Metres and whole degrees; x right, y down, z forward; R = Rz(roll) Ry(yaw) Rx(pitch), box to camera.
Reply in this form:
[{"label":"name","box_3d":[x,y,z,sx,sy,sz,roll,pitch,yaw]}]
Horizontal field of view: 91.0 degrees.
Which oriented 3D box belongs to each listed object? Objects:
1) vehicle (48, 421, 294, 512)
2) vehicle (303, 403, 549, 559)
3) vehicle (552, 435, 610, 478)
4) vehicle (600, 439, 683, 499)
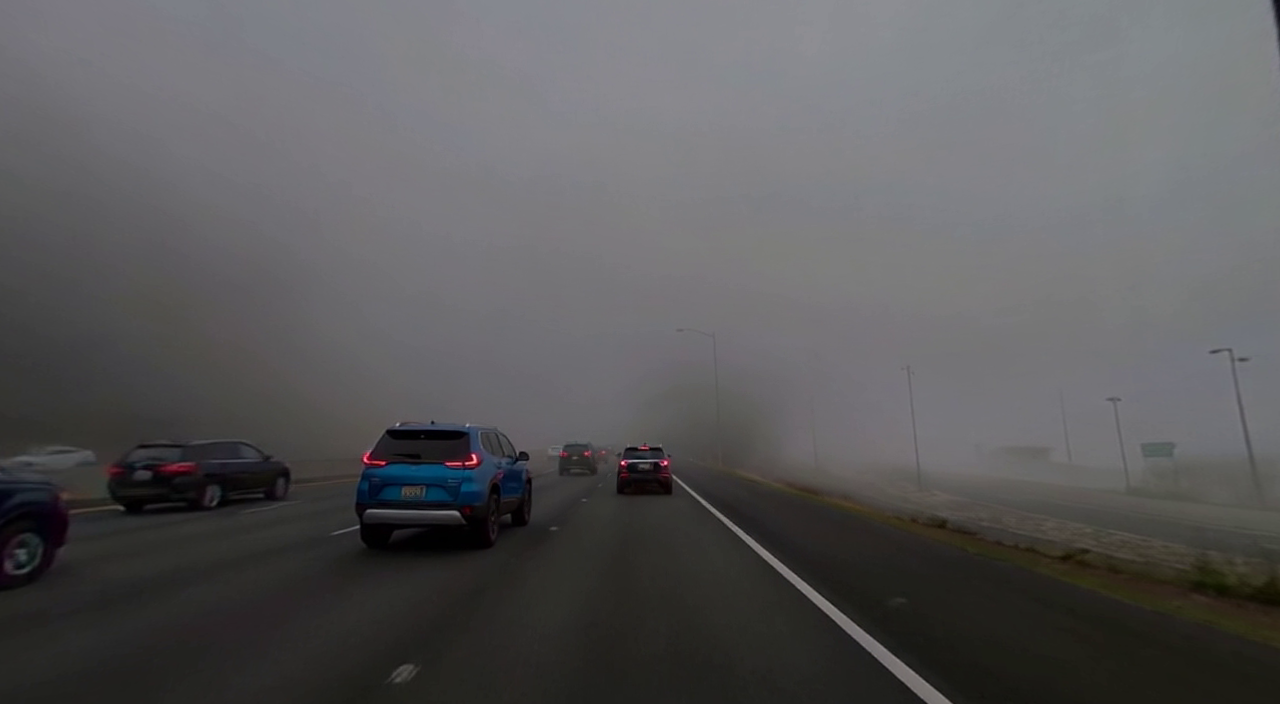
[{"label":"vehicle","box_3d":[-10.486,2.597,14.706,2.011,1.751,4.712,0,-9,1]},{"label":"vehicle","box_3d":[-2.804,1.812,9.453,2.123,1.798,4.108,0,-9,2]},{"label":"vehicle","box_3d":[-2.584,4.709,28.564,2.125,1.771,4.721,0,-9,0]},{"label":"vehicle","box_3d":[0.004,3.239,17.813,2.068,1.488,4.045,0,-9,-1]}]
